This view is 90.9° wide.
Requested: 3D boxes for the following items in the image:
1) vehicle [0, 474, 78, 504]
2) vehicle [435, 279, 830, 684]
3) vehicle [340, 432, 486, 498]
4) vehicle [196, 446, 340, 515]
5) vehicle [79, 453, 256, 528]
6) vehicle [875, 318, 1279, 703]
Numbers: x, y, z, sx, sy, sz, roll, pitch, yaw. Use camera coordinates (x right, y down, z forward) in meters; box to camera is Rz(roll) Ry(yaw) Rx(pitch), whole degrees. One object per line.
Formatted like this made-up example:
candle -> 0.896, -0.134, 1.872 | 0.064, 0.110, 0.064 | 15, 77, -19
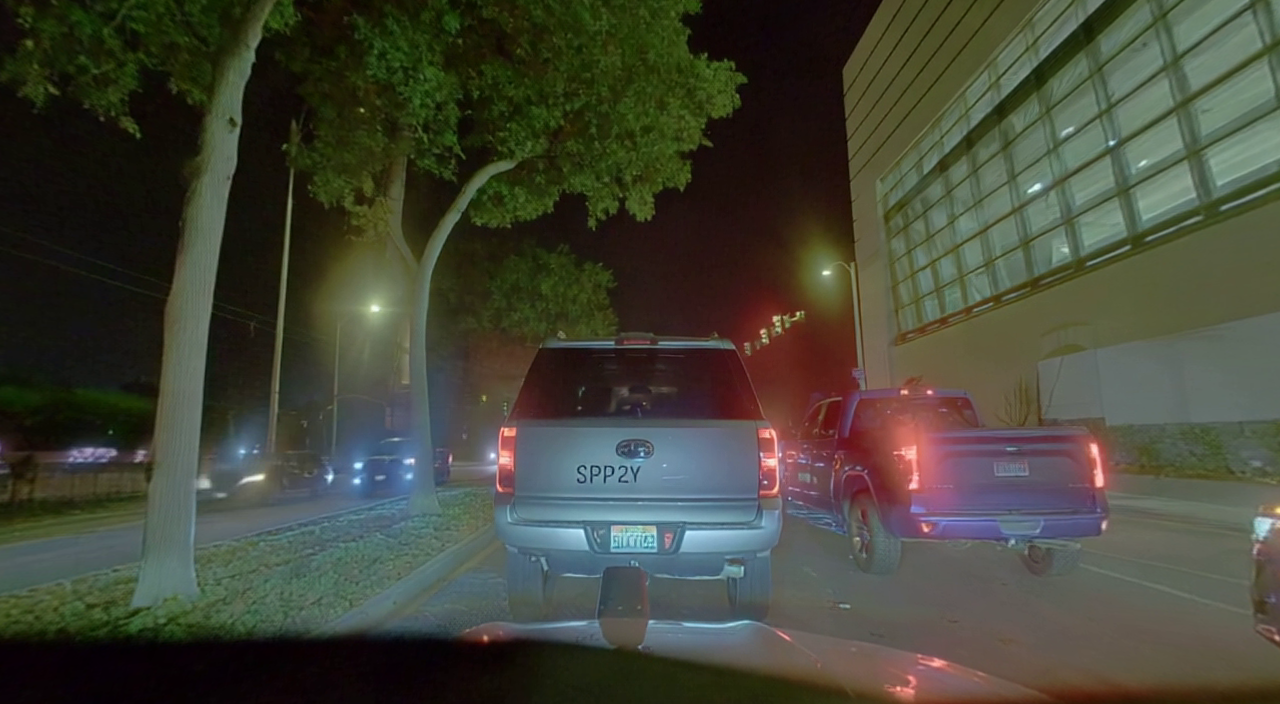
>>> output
vehicle -> -37.560, 8.285, 38.259 | 1.813, 1.546, 4.785 | -3, -9, 19
vehicle -> 0.010, 1.040, 5.948 | 2.267, 2.372, 4.366 | 0, -8, 2
vehicle -> -8.909, 4.519, 26.025 | 2.873, 2.199, 8.099 | -2, -9, 1
vehicle -> -12.533, 4.287, 21.710 | 2.111, 1.917, 4.758 | -4, -8, 0
vehicle -> -16.292, 4.728, 22.166 | 2.637, 2.293, 4.494 | 0, -8, 0
vehicle -> 3.080, 0.984, 3.484 | 2.022, 1.700, 4.410 | 0, -8, 3
